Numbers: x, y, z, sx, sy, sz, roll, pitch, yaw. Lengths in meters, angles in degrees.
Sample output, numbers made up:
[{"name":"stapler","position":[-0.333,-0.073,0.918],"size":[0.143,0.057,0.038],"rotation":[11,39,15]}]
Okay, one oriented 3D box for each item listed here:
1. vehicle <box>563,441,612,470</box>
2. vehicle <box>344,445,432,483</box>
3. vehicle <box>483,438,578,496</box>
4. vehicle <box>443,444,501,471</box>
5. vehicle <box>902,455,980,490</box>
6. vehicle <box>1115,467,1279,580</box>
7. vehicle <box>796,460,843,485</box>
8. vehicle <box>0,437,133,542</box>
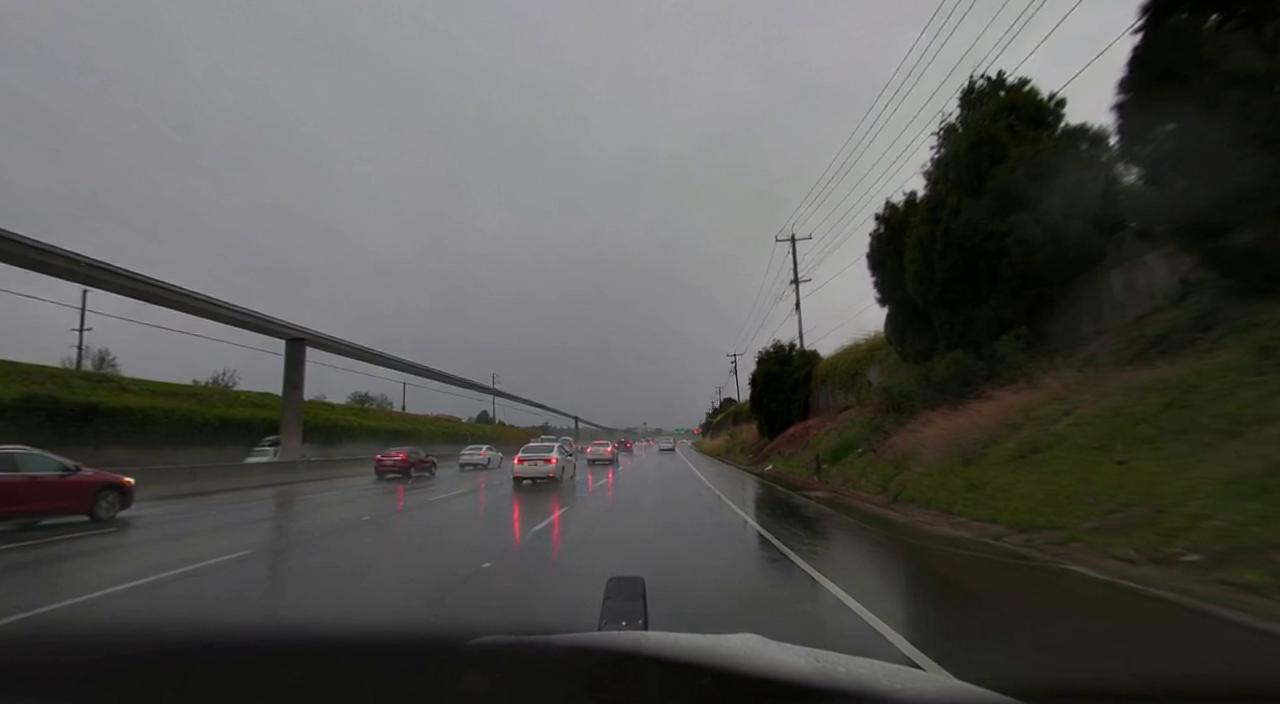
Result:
[{"name":"vehicle","position":[-2.752,5.522,33.954],"size":[2.056,1.449,4.330],"rotation":[0,-8,2]},{"name":"vehicle","position":[-10.621,4.719,26.888],"size":[1.981,1.484,3.827],"rotation":[0,-8,3]},{"name":"vehicle","position":[-3.117,3.363,18.879],"size":[1.939,1.511,4.246],"rotation":[0,-8,2]},{"name":"vehicle","position":[-10.183,6.424,38.705],"size":[1.978,1.498,4.940],"rotation":[0,-8,3]},{"name":"vehicle","position":[14.980,5.982,31.602],"size":[1.853,1.586,3.727],"rotation":[1,-8,-4]},{"name":"vehicle","position":[10.788,2.822,10.573],"size":[1.962,1.584,4.807],"rotation":[0,-8,1]},{"name":"vehicle","position":[11.952,8.050,42.175],"size":[1.916,1.465,3.951],"rotation":[0,-8,-1]},{"name":"vehicle","position":[-10.532,2.068,9.520],"size":[1.958,1.538,4.511],"rotation":[0,-8,1]}]
